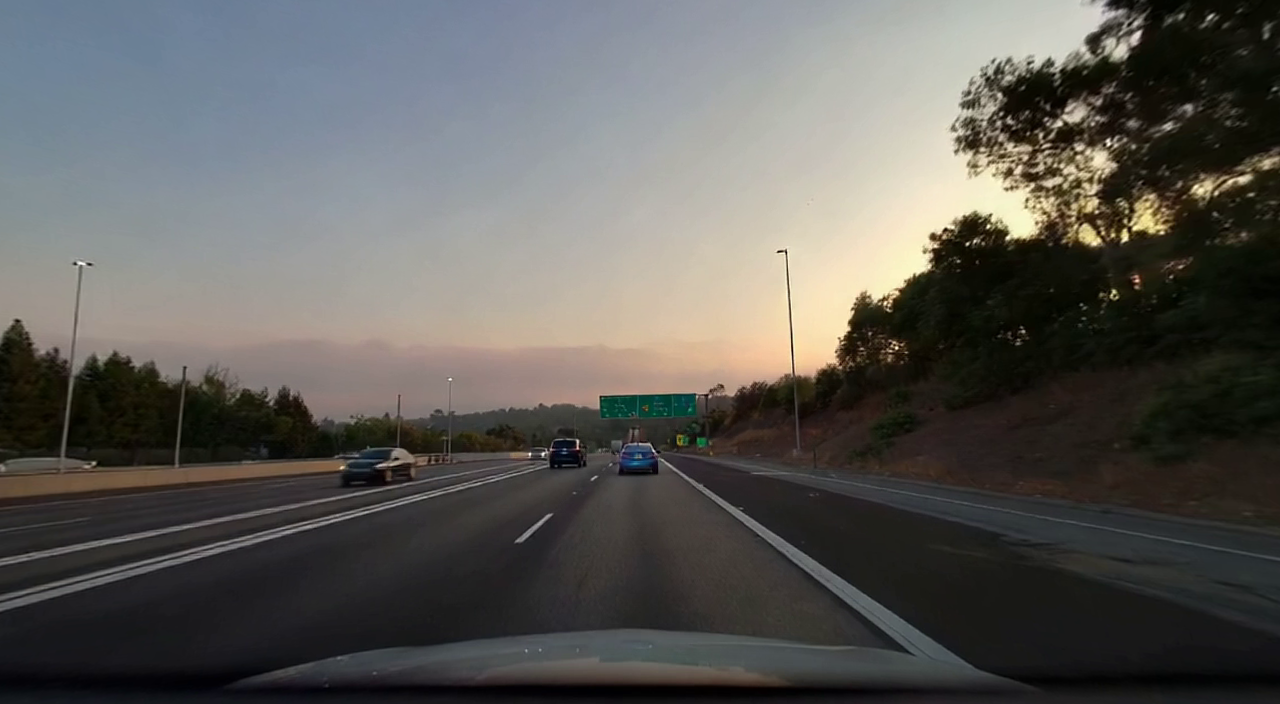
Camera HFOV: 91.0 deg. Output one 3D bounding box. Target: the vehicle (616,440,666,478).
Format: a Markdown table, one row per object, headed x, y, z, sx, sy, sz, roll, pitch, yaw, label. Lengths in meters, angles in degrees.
| x | y | z | sx | sy | sz | roll | pitch | yaw | label |
| --- | --- | --- | --- | --- | --- | --- | --- | --- | --- |
| 0.064 | 4.808 | 28.566 | 2.086 | 1.548 | 4.325 | 0 | -9 | 0 | vehicle |

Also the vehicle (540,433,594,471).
| x | y | z | sx | sy | sz | roll | pitch | yaw | label |
| --- | --- | --- | --- | --- | --- | --- | --- | --- | --- |
| -3.788 | 5.320 | 33.676 | 2.264 | 1.901 | 4.647 | 0 | -9 | 1 | vehicle |

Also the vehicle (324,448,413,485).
| x | y | z | sx | sy | sz | roll | pitch | yaw | label |
| --- | --- | --- | --- | --- | --- | --- | --- | --- | --- |
| -13.099 | 5.508 | 30.810 | 2.056 | 1.643 | 4.838 | 0 | -9 | 2 | vehicle |
